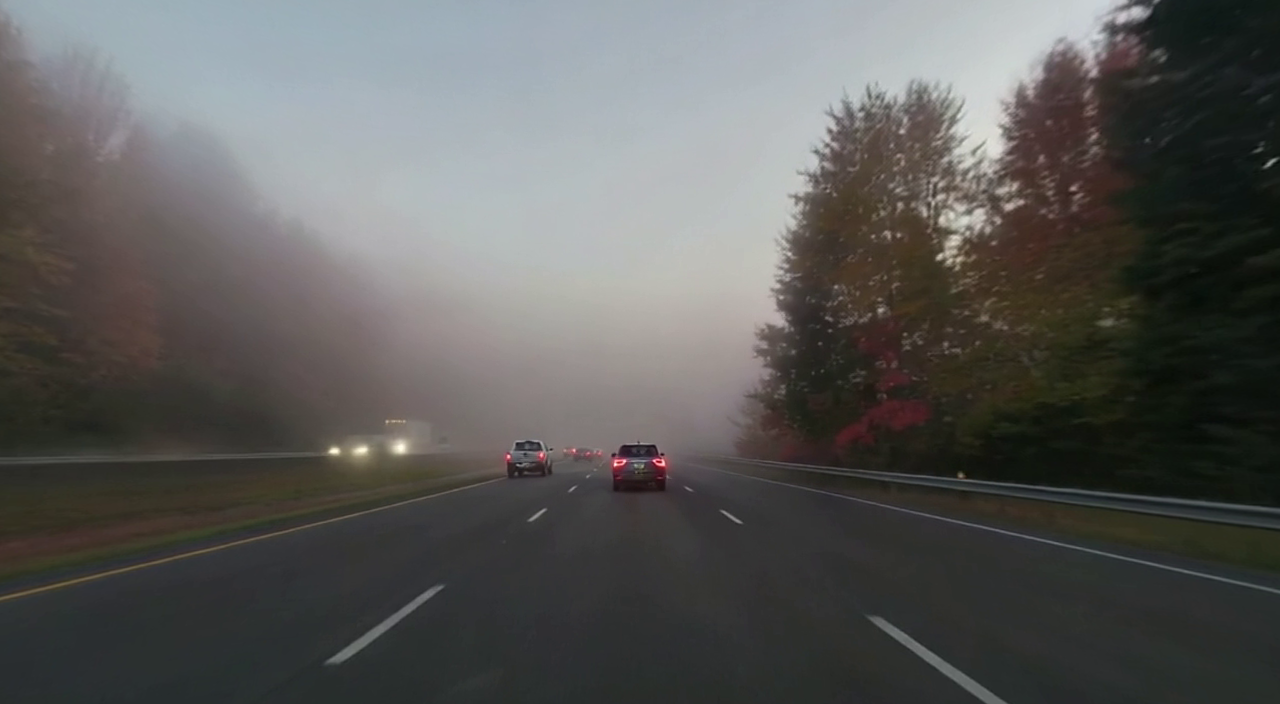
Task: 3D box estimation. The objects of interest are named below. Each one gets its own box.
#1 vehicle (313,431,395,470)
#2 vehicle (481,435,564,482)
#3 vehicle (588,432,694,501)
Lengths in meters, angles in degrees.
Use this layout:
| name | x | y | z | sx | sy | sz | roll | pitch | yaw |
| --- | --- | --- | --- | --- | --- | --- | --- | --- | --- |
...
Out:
| name | x | y | z | sx | sy | sz | roll | pitch | yaw |
| --- | --- | --- | --- | --- | --- | --- | --- | --- | --- |
| vehicle | -15.840 | 5.508 | 35.099 | 2.107 | 1.969 | 5.204 | 0 | -9 | 1 |
| vehicle | -4.515 | 4.186 | 24.918 | 2.545 | 1.679 | 4.267 | 0 | -9 | -1 |
| vehicle | -0.019 | 3.164 | 17.722 | 2.634 | 1.679 | 4.070 | 0 | -9 | -1 |
